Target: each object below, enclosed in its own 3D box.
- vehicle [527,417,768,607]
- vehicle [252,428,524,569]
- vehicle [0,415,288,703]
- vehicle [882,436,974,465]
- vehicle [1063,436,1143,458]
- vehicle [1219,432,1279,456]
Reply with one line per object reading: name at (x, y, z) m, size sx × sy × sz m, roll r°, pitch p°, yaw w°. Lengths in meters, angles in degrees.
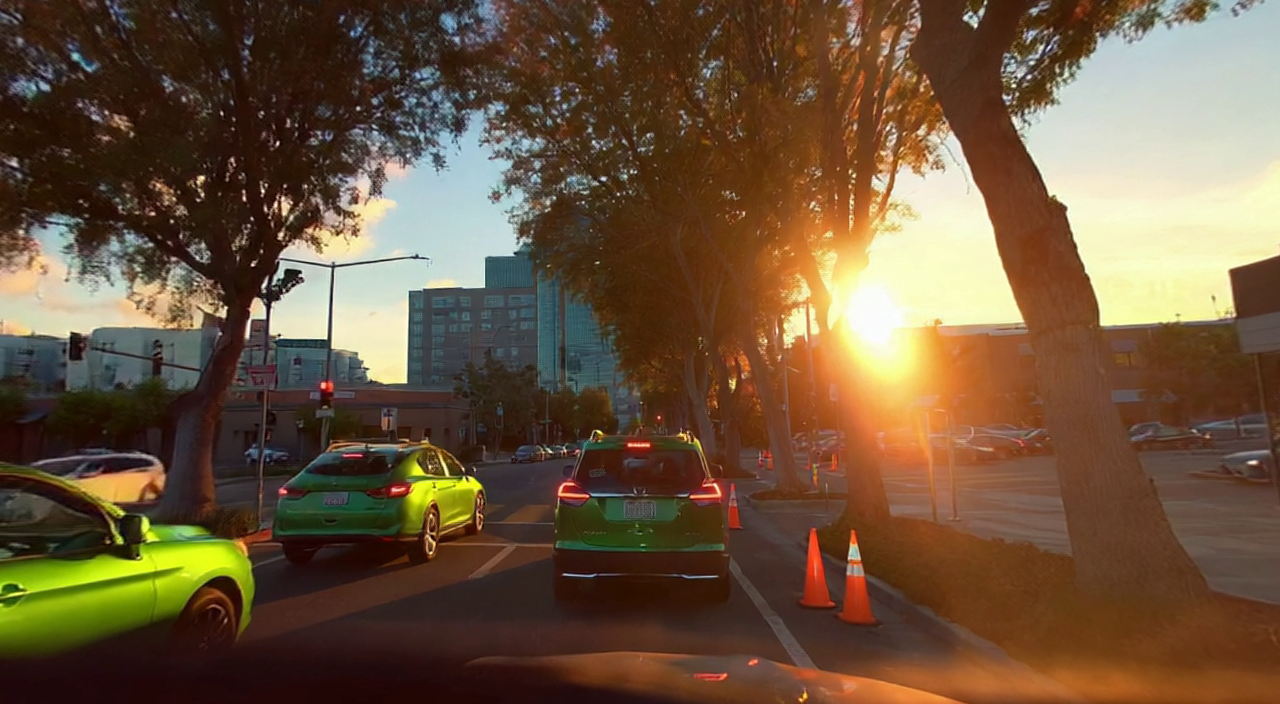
vehicle at (0.111, 1.624, 7.204) m, size 2.021 × 1.560 × 3.676 m, roll 0°, pitch -9°, yaw 1°
vehicle at (-3.269, 1.999, 9.443) m, size 1.989 × 1.541 × 4.626 m, roll 0°, pitch -9°, yaw 2°
vehicle at (-3.591, 0.943, 2.148) m, size 1.964 × 1.497 × 4.722 m, roll 0°, pitch -9°, yaw 1°
vehicle at (18.784, 6.438, 41.274) m, size 5.043 × 1.759 × 2.085 m, roll 0°, pitch -9°, yaw 5°
vehicle at (36.672, 7.565, 49.957) m, size 4.791 × 1.635 × 1.857 m, roll 0°, pitch -9°, yaw 1°
vehicle at (40.693, 5.979, 40.708) m, size 4.579 × 1.480 × 1.819 m, roll 0°, pitch -9°, yaw 1°
